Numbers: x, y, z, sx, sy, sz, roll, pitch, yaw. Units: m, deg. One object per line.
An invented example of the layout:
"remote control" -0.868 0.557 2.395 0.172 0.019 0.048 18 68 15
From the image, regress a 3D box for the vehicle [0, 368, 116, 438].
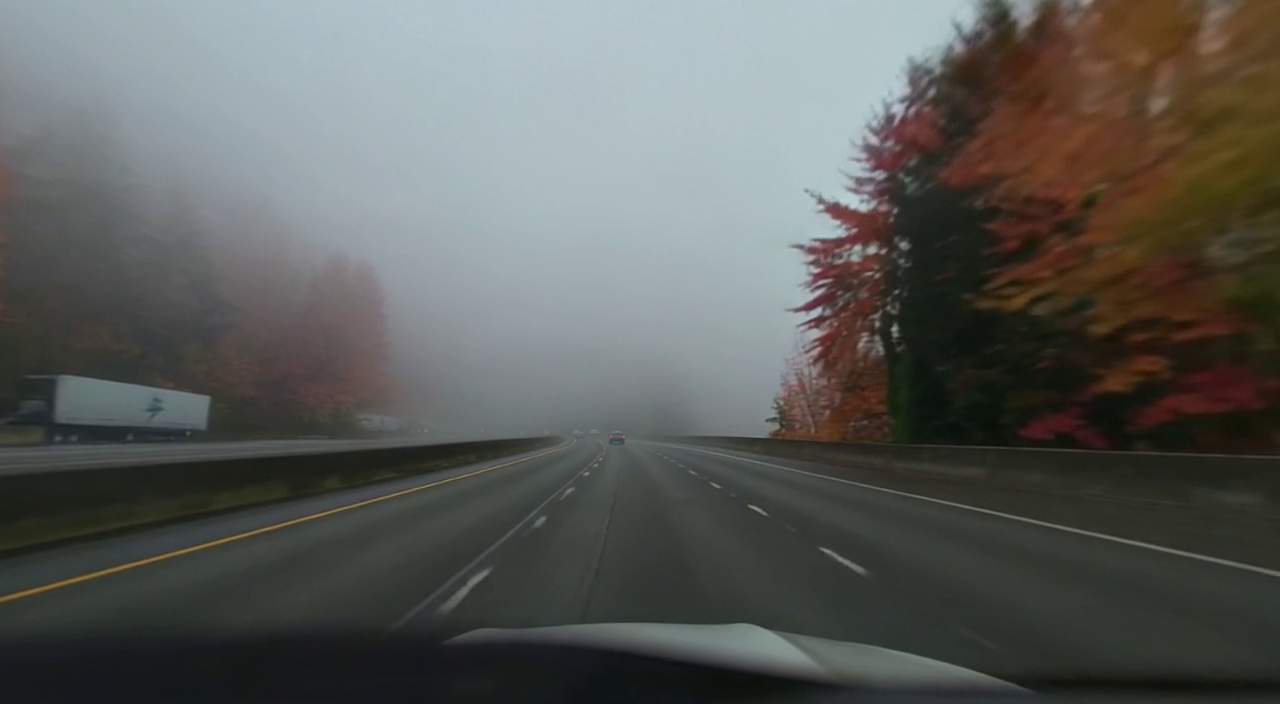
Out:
"vehicle" -39.154 3.460 41.136 3.263 4.186 6.909 0 -7 3
